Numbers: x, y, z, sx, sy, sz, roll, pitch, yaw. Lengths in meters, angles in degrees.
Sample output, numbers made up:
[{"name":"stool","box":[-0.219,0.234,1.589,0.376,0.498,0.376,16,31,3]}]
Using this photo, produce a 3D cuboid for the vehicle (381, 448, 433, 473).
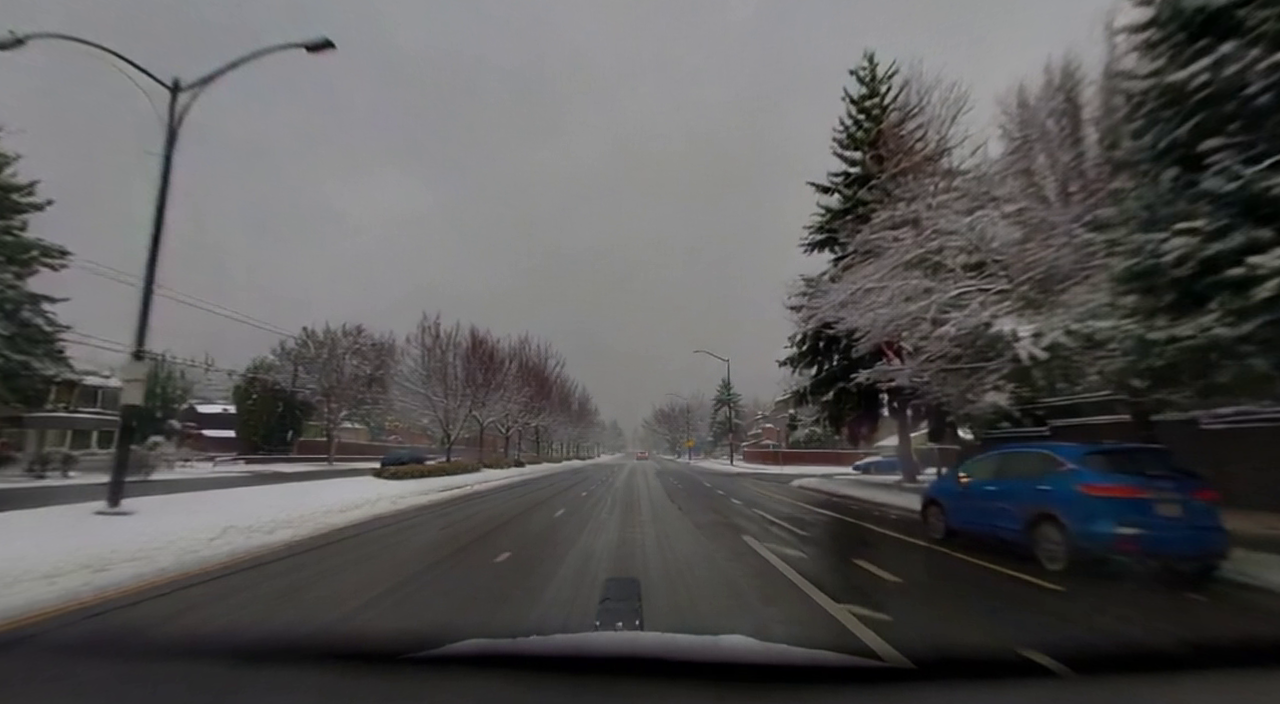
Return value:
[{"name":"vehicle","box":[-16.400,7.616,44.753,1.912,1.651,4.574,0,-9,0]}]

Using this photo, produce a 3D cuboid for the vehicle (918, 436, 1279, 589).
[{"name":"vehicle","box":[5.909,1.956,8.689,2.041,1.519,4.481,0,-8,-1]}]

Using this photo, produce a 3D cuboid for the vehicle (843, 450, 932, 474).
[{"name":"vehicle","box":[15.907,7.110,40.768,4.913,1.470,2.045,0,-8,1]}]
